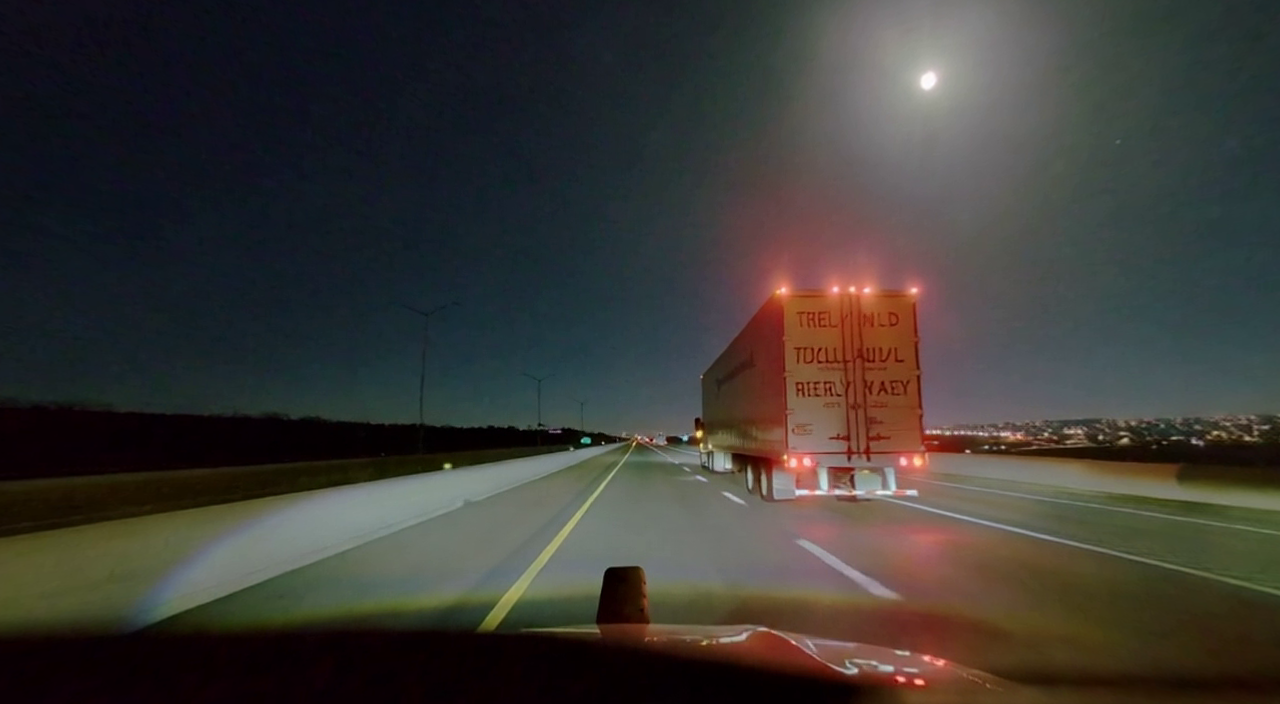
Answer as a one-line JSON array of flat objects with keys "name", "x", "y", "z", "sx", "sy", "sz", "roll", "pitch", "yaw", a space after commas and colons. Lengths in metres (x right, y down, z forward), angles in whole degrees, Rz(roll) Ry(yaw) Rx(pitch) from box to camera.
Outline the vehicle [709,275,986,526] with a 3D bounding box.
[{"name": "vehicle", "x": 4.080, "y": 1.736, "z": 17.263, "sx": 3.006, "sy": 4.093, "sz": 14.142, "roll": 0, "pitch": -8, "yaw": 1}]
